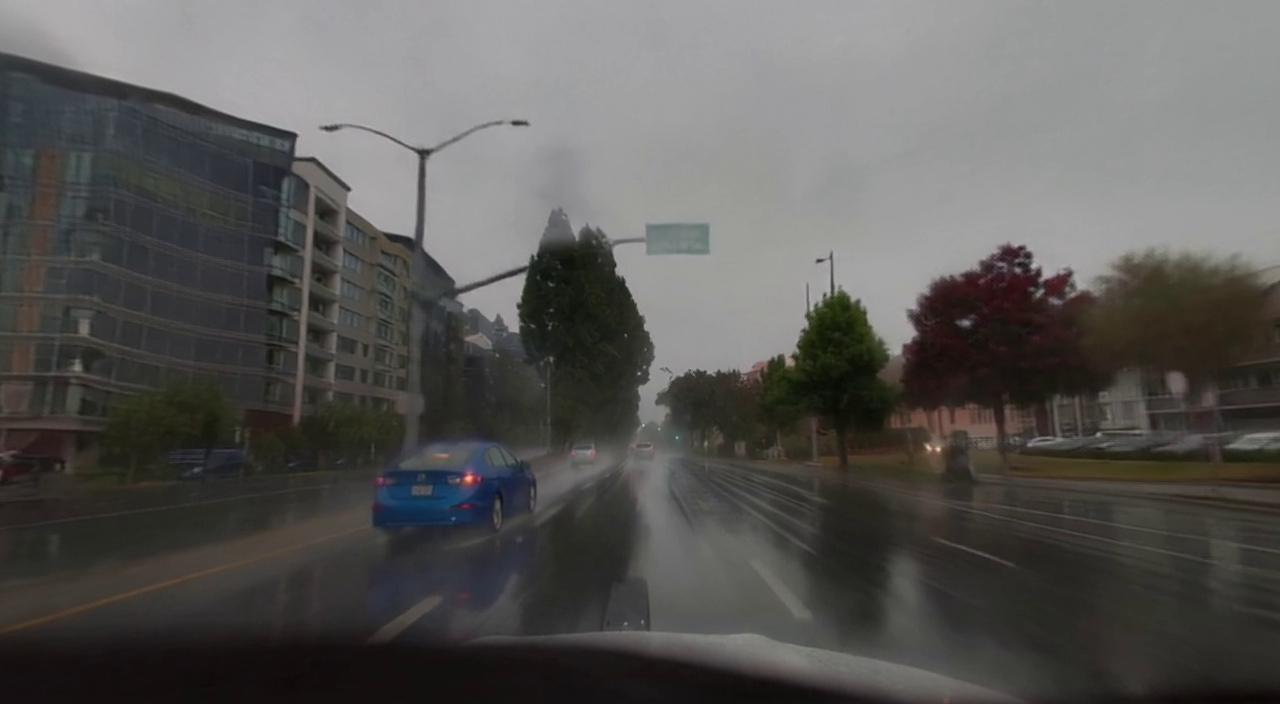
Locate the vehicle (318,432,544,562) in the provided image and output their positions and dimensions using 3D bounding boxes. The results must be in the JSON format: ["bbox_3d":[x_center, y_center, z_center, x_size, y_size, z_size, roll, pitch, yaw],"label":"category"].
[{"bbox_3d":[-3.006,2.150,10.219,2.009,1.489,4.543,-4,-8,1],"label":"vehicle"}]

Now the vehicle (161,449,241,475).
[{"bbox_3d":[-28.179,7.052,40.640,1.857,1.539,4.760,0,-8,-2],"label":"vehicle"}]
